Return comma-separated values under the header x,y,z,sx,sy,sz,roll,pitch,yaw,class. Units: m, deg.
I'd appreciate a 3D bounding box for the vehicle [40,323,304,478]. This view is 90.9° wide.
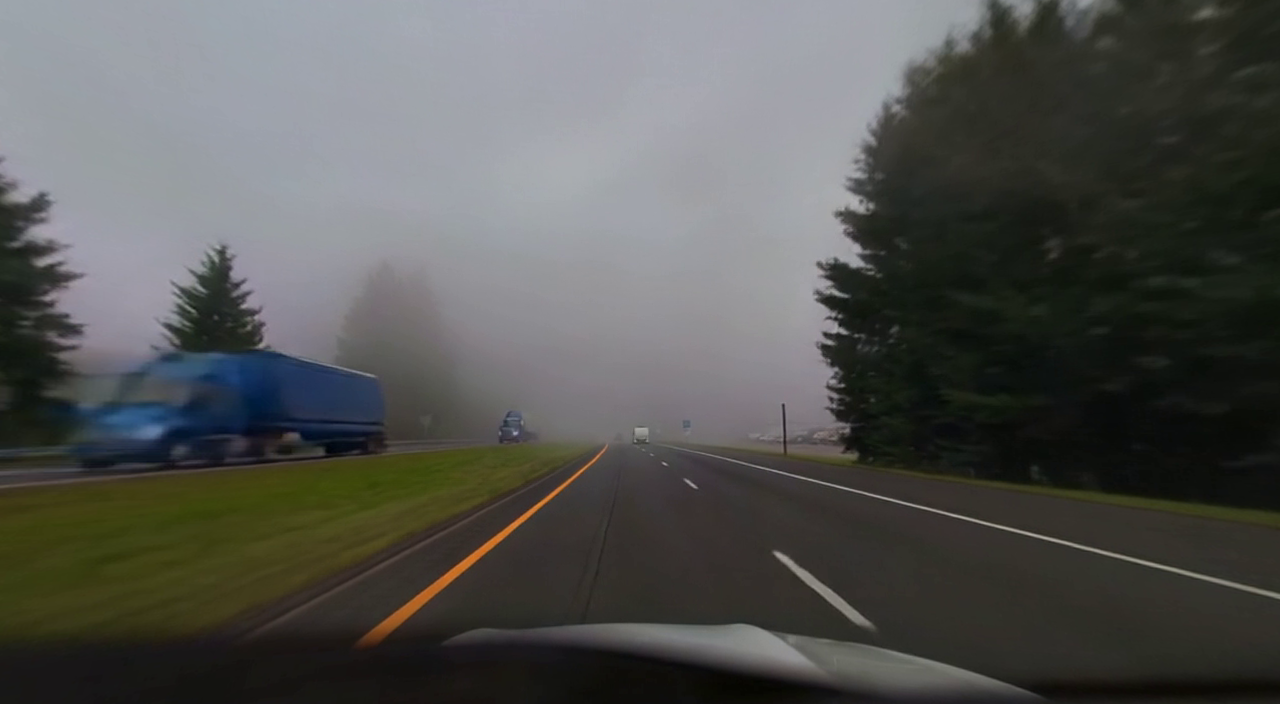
x,y,z,sx,sy,sz,roll,pitch,yaw,class
-13.248,1.585,18.792,3.008,3.852,6.229,0,-8,-1,vehicle
